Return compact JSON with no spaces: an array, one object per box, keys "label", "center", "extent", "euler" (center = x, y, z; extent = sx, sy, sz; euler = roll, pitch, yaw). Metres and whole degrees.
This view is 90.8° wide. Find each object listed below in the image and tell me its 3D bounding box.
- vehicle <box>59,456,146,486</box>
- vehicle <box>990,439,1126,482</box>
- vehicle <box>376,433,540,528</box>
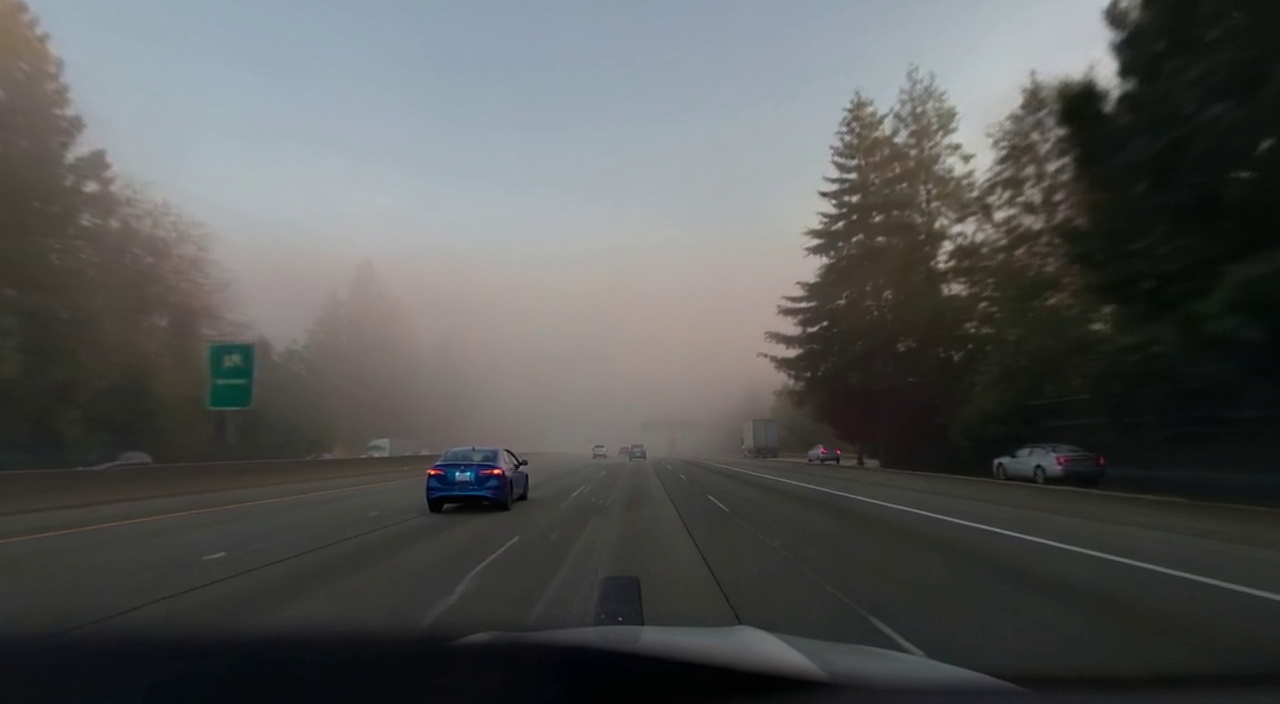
[{"label":"vehicle","center":[-36.878,8.155,43.540],"extent":[2.009,1.826,4.800],"euler":[1,-9,-5]},{"label":"vehicle","center":[15.792,4.122,24.279],"extent":[1.873,1.463,4.937],"euler":[0,-9,0]},{"label":"vehicle","center":[-3.366,2.463,12.660],"extent":[2.020,1.554,4.137],"euler":[0,-9,0]}]
